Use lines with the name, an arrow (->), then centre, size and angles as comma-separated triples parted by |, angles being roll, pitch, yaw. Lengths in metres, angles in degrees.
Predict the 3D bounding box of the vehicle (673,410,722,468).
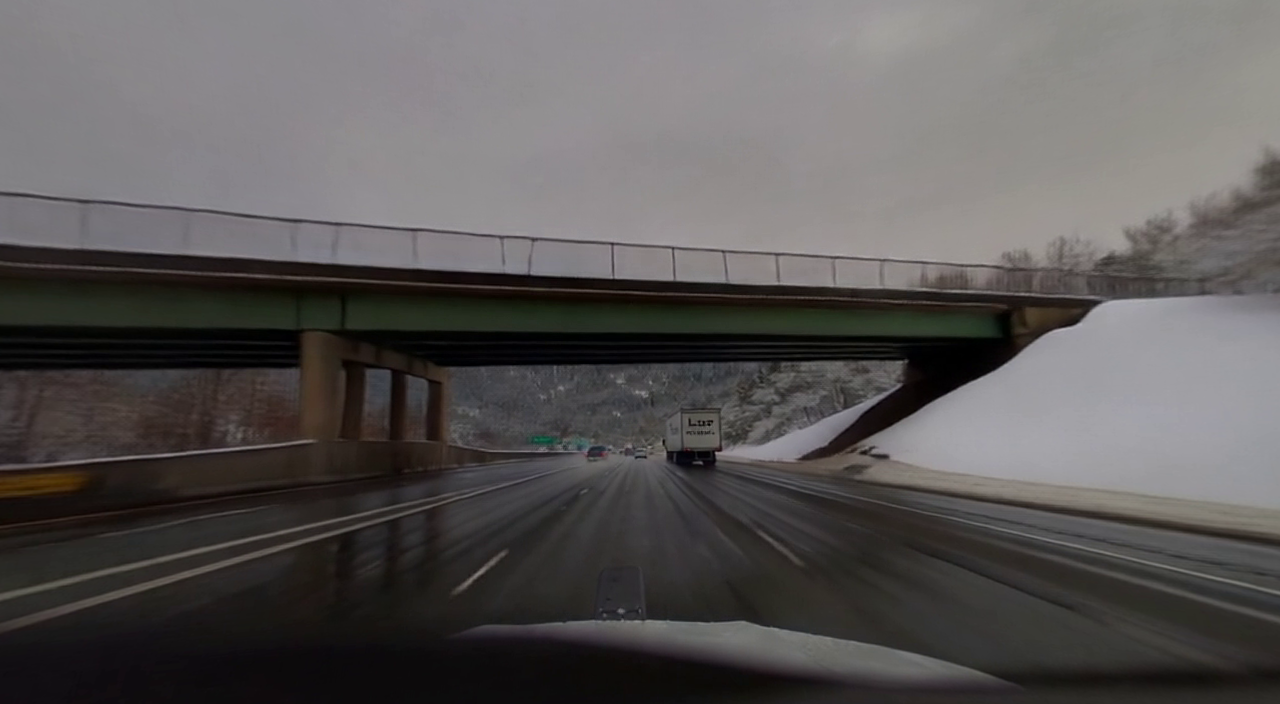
vehicle -> 4.244, 6.782, 48.696 | 2.885, 3.992, 8.526 | 0, -9, -1

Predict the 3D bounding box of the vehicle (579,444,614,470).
vehicle -> -2.898, 7.065, 42.559 | 2.052, 1.654, 4.303 | 0, -9, 0
